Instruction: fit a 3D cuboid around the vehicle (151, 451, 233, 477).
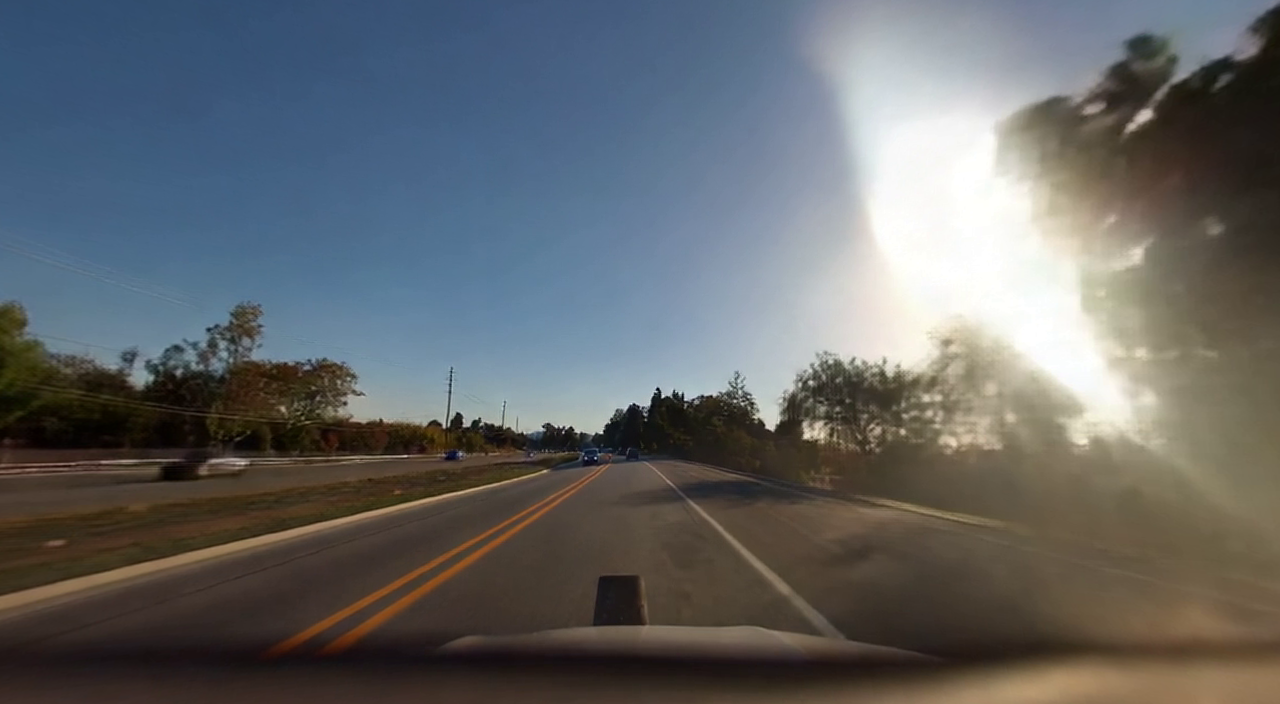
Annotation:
[{"bbox_3d":[-26.719,6.663,37.803,1.823,1.419,4.145,0,-9,0],"label":"vehicle"}]
